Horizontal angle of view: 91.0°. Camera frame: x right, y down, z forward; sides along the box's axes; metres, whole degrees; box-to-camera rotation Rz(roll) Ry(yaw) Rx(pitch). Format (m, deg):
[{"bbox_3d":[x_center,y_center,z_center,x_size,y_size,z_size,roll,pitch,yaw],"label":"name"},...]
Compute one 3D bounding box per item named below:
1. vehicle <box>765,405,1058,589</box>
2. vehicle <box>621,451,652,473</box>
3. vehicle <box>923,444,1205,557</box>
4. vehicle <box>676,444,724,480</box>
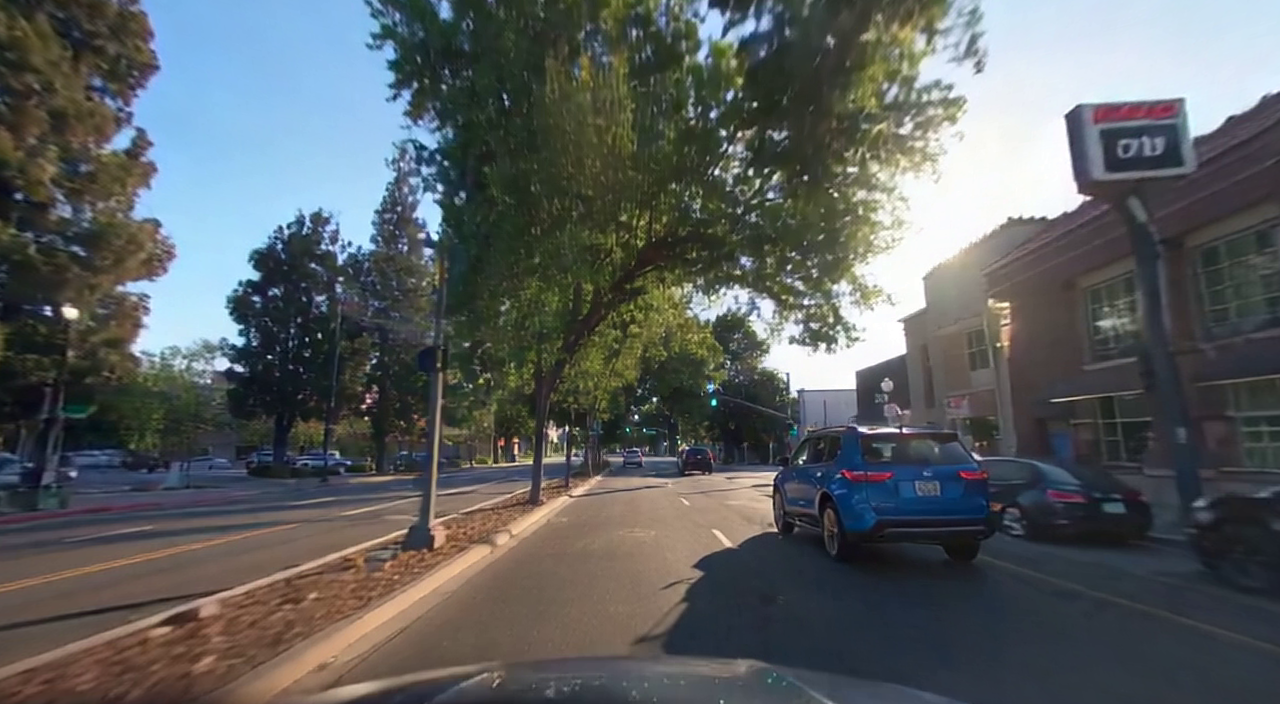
[{"bbox_3d":[3.222,1.827,8.708,2.033,1.865,4.360,0,-9,-1],"label":"vehicle"},{"bbox_3d":[-0.234,7.731,44.566,2.131,1.474,4.146,0,-9,0],"label":"vehicle"},{"bbox_3d":[7.225,2.525,11.506,1.901,1.620,4.565,0,-9,-1],"label":"vehicle"},{"bbox_3d":[3.206,6.030,34.844,2.085,1.828,5.383,0,-9,0],"label":"vehicle"}]
